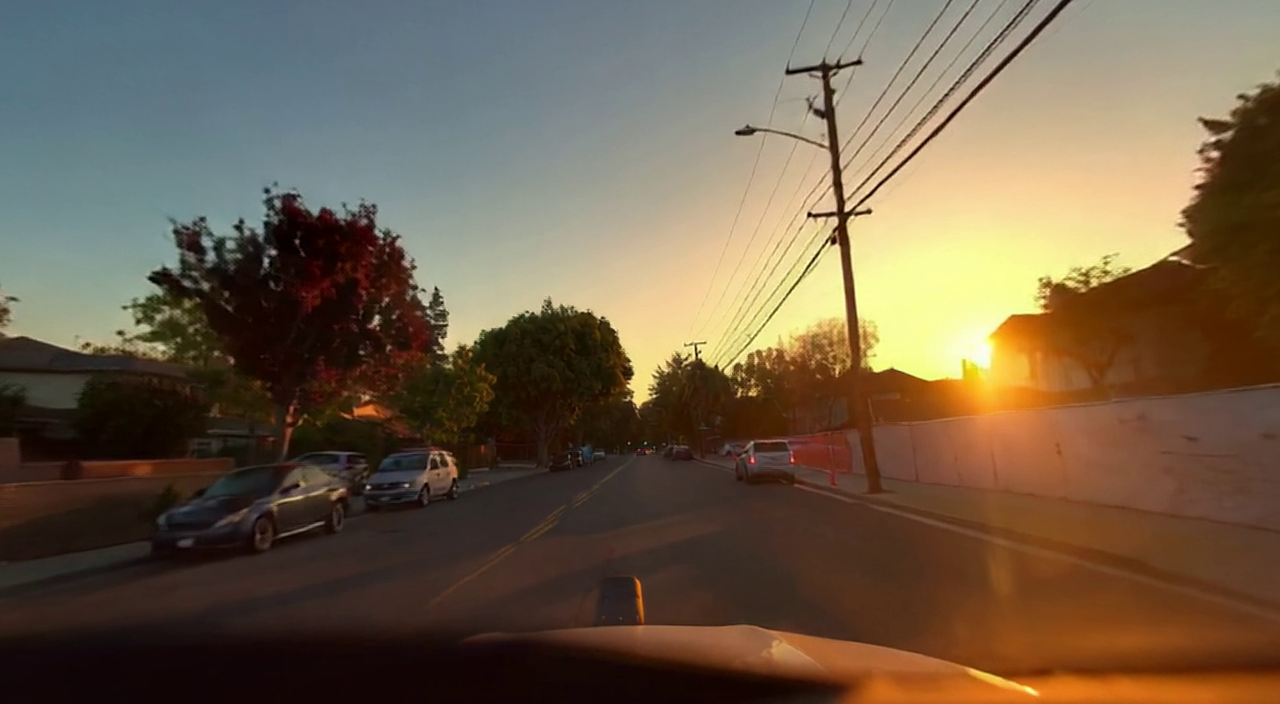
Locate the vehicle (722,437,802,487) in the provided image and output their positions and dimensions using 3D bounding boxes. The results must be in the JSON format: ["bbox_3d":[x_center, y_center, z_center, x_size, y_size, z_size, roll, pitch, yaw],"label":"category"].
[{"bbox_3d":[4.182,3.859,22.384,1.902,1.542,4.099,-2,-9,-1],"label":"vehicle"}]

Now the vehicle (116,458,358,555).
[{"bbox_3d":[-7.697,2.936,12.770,2.041,1.480,4.474,-3,-9,-1],"label":"vehicle"}]

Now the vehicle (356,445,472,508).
[{"bbox_3d":[-7.400,4.112,21.315,2.055,1.806,4.540,-2,-9,3],"label":"vehicle"}]

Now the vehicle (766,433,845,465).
[{"bbox_3d":[10.551,6.232,40.522,4.399,1.884,2.071,-1,-10,-1],"label":"vehicle"}]
